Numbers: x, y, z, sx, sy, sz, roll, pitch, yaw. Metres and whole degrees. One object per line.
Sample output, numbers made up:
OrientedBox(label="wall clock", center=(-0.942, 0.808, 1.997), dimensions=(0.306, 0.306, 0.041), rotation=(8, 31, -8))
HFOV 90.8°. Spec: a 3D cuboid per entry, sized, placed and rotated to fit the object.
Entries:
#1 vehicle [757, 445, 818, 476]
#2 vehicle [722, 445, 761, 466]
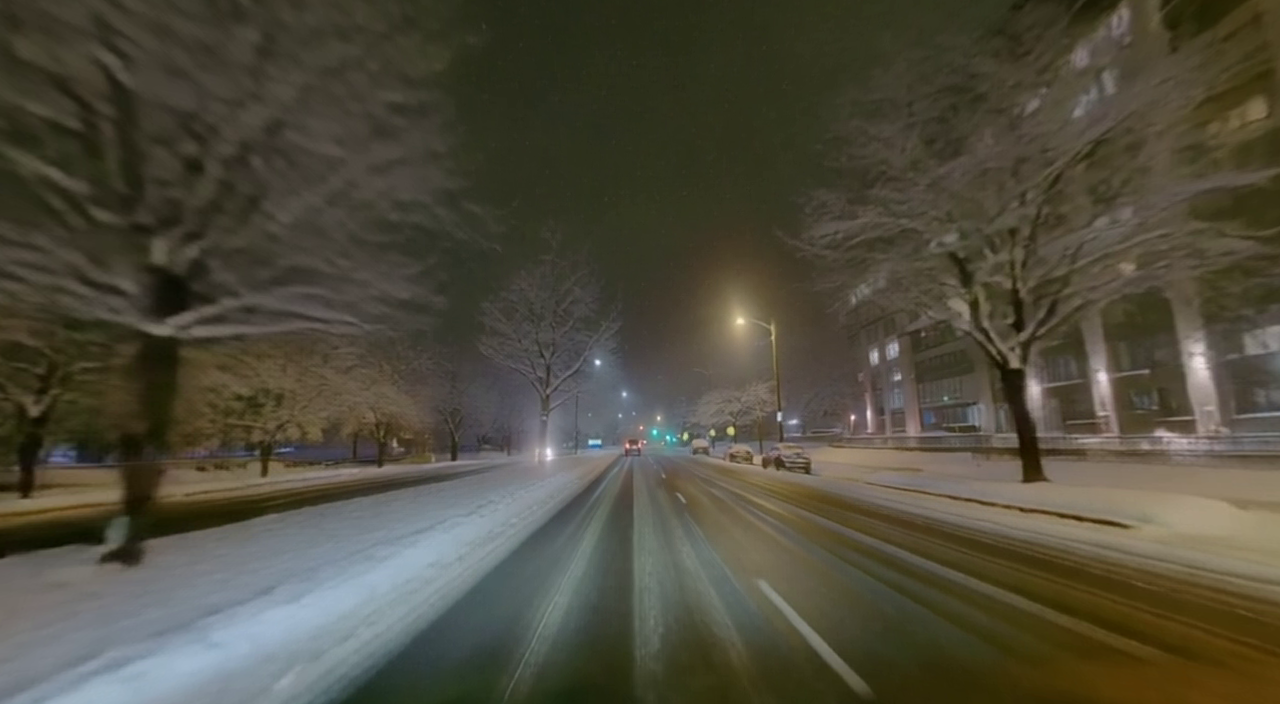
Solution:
OrientedBox(label="vehicle", center=(7.468, 5.521, 32.479), dimensions=(1.991, 1.446, 4.685), rotation=(0, -8, -1))
OrientedBox(label="vehicle", center=(7.487, 7.657, 47.042), dimensions=(2.024, 1.447, 4.665), rotation=(0, -8, -1))
